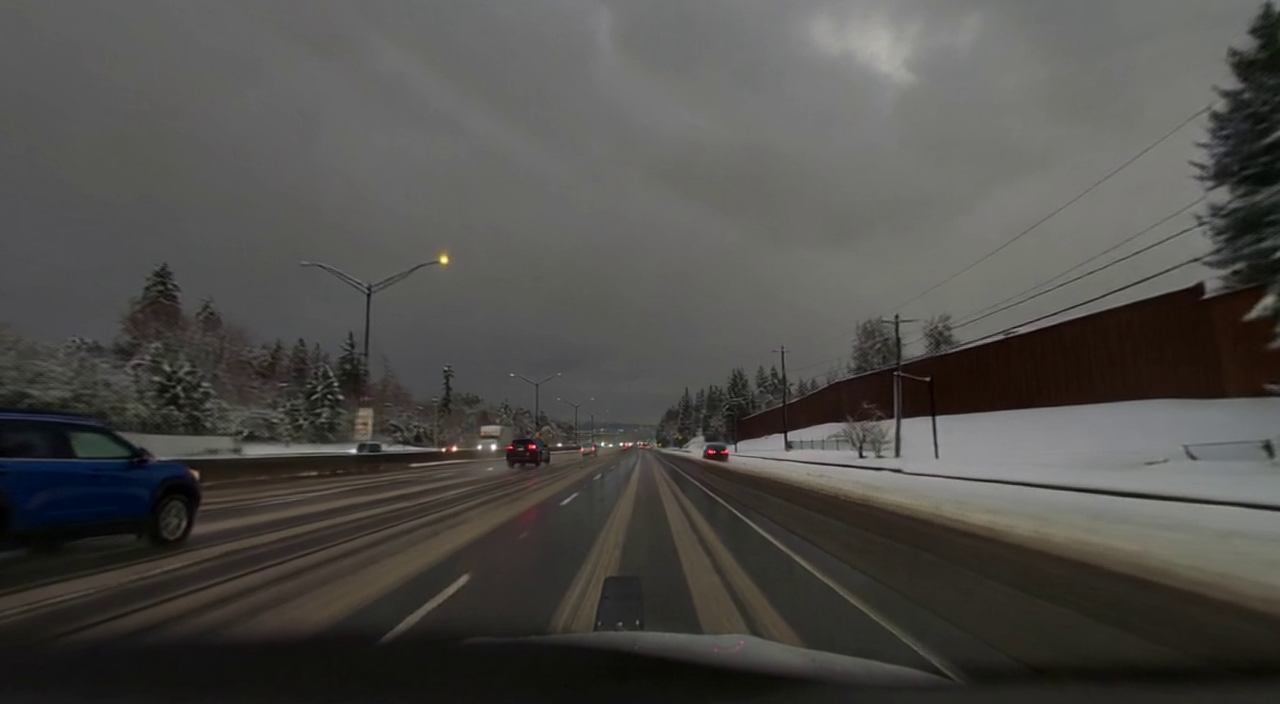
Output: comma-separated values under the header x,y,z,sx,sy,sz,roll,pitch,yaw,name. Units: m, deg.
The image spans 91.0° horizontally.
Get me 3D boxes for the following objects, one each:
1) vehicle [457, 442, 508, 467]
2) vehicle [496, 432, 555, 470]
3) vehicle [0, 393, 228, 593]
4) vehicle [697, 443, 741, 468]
x,y,z,sx,sy,sz,roll,pitch,yaw,name
-9.953,6.503,40.095,2.042,1.485,4.395,1,-9,1,vehicle
-6.214,5.448,34.753,2.255,1.934,4.868,1,-9,1,vehicle
-6.521,1.285,5.977,2.058,1.698,4.567,1,-9,0,vehicle
5.096,6.726,41.107,2.251,1.520,4.550,1,-9,0,vehicle
